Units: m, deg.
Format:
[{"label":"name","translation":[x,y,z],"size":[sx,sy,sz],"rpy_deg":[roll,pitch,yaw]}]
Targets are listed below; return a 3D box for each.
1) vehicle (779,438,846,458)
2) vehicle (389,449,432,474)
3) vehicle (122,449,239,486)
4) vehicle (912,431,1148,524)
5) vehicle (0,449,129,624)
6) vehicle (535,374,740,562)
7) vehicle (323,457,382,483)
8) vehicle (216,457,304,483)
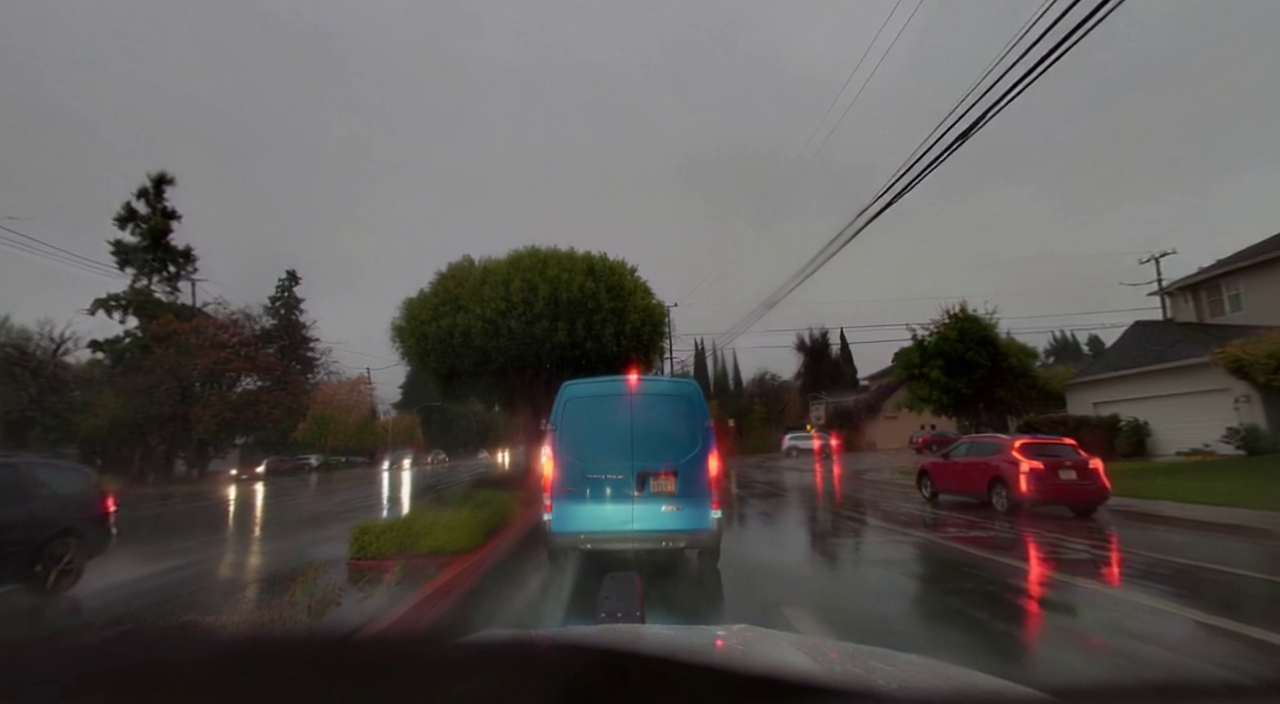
[{"label":"vehicle","translation":[12.972,7.233,47.626],"size":[4.483,1.463,1.805],"rpy_deg":[0,-9,0]},{"label":"vehicle","translation":[-17.926,8.556,49.575],"size":[1.841,1.769,4.105],"rpy_deg":[0,-9,0]},{"label":"vehicle","translation":[-26.836,6.733,37.053],"size":[5.026,2.017,2.215],"rpy_deg":[0,-9,-1]},{"label":"vehicle","translation":[7.350,2.381,12.558],"size":[1.883,1.504,4.220],"rpy_deg":[0,-9,-2]},{"label":"vehicle","translation":[-7.385,1.756,5.646],"size":[1.997,1.724,4.417],"rpy_deg":[0,-9,-2]},{"label":"vehicle","translation":[-0.136,1.678,9.725],"size":[2.342,2.142,4.809],"rpy_deg":[0,-9,-3]},{"label":"vehicle","translation":[-18.340,7.526,40.514],"size":[1.816,1.445,4.120],"rpy_deg":[0,-9,1]},{"label":"vehicle","translation":[-27.273,8.454,45.450],"size":[4.972,1.776,2.057],"rpy_deg":[0,-9,-1]}]
